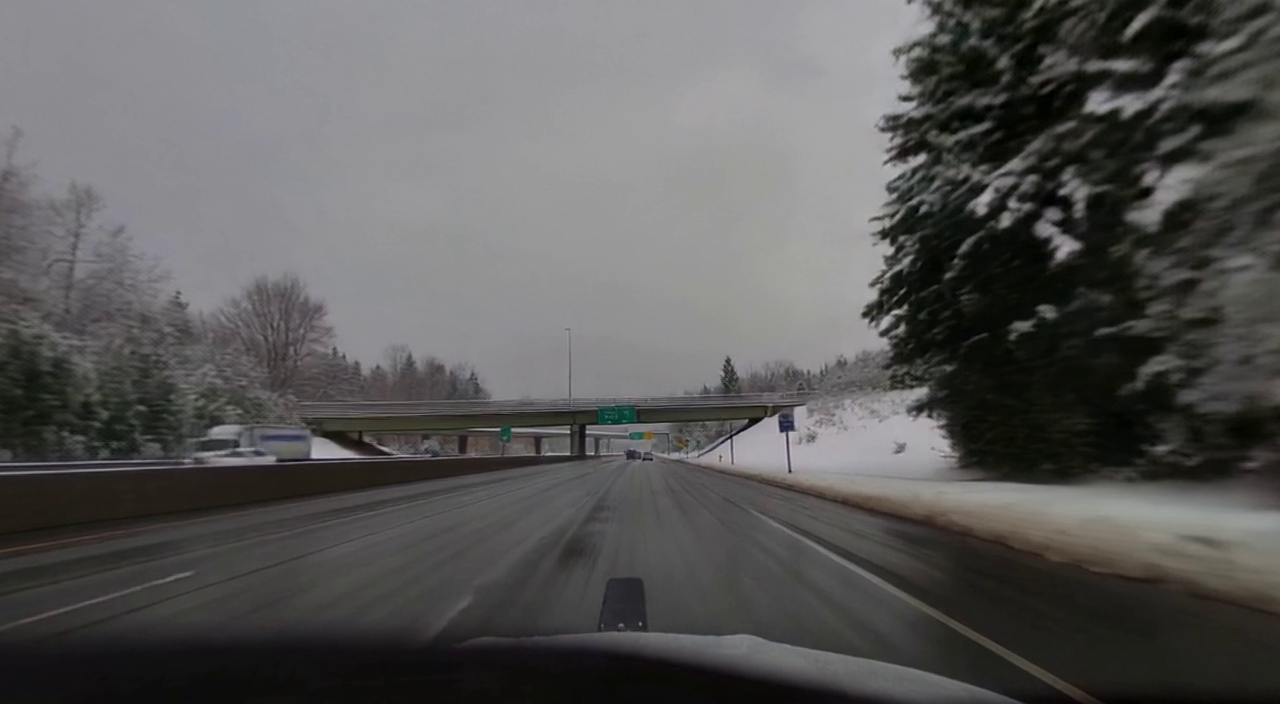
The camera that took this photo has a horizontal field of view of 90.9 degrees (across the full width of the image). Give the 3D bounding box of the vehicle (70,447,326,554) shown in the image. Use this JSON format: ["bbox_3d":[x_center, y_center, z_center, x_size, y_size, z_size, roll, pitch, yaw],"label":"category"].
[{"bbox_3d":[-19.140,6.304,29.045,2.858,3.768,11.969,0,-8,1],"label":"vehicle"}]
